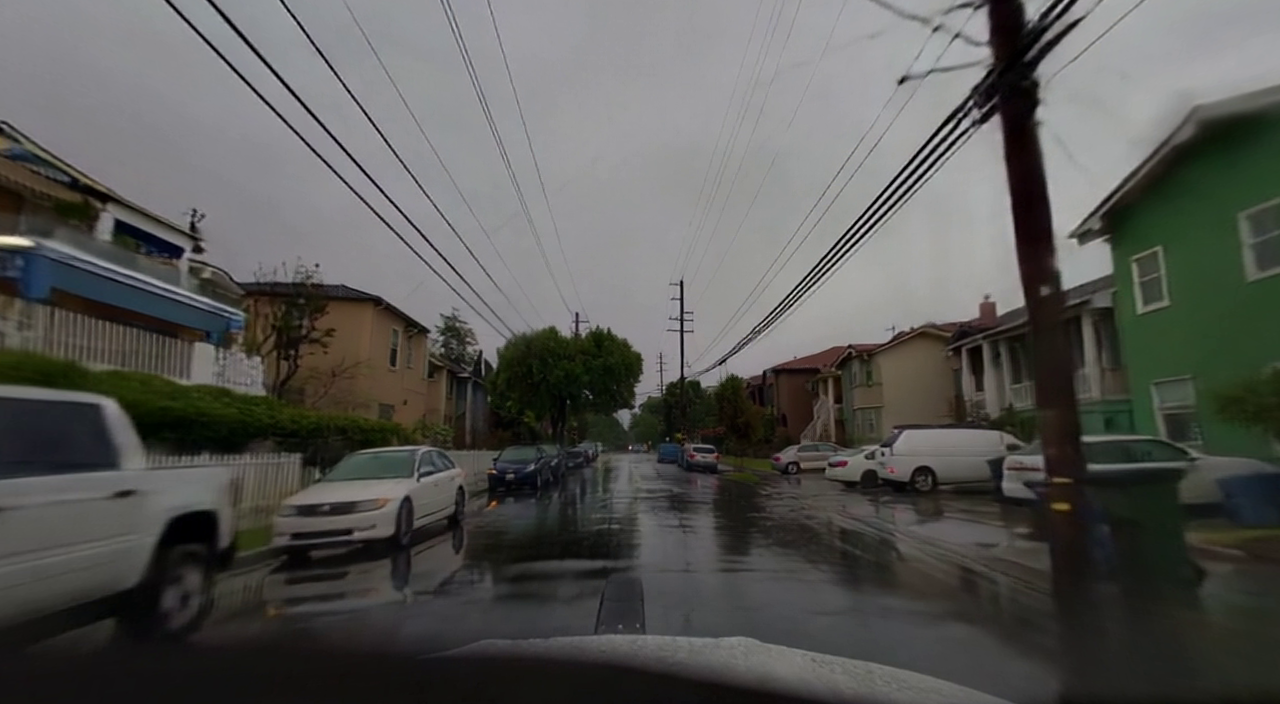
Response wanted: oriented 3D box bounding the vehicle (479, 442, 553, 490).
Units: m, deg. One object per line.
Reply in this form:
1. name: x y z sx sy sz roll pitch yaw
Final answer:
1. vehicle: -4.232 3.945 22.217 1.745 1.490 4.304 0 -9 0

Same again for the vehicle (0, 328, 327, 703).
1. vehicle: -4.024 0.915 3.434 2.057 1.887 5.053 0 -9 0

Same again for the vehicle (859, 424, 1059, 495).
1. vehicle: 8.745 2.962 17.592 4.512 1.841 1.912 0 -9 -3

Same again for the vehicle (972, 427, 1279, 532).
1. vehicle: 8.224 2.007 10.300 4.594 1.512 1.824 0 -8 -2

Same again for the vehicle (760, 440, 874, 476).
1. vehicle: 7.719 4.664 27.928 4.480 1.497 1.884 0 -8 1

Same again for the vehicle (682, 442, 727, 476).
1. vehicle: 3.233 5.417 32.271 1.916 1.587 3.986 0 -9 0

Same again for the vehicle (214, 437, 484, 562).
1. vehicle: -4.044 2.108 9.898 1.925 1.463 4.700 0 -8 1
